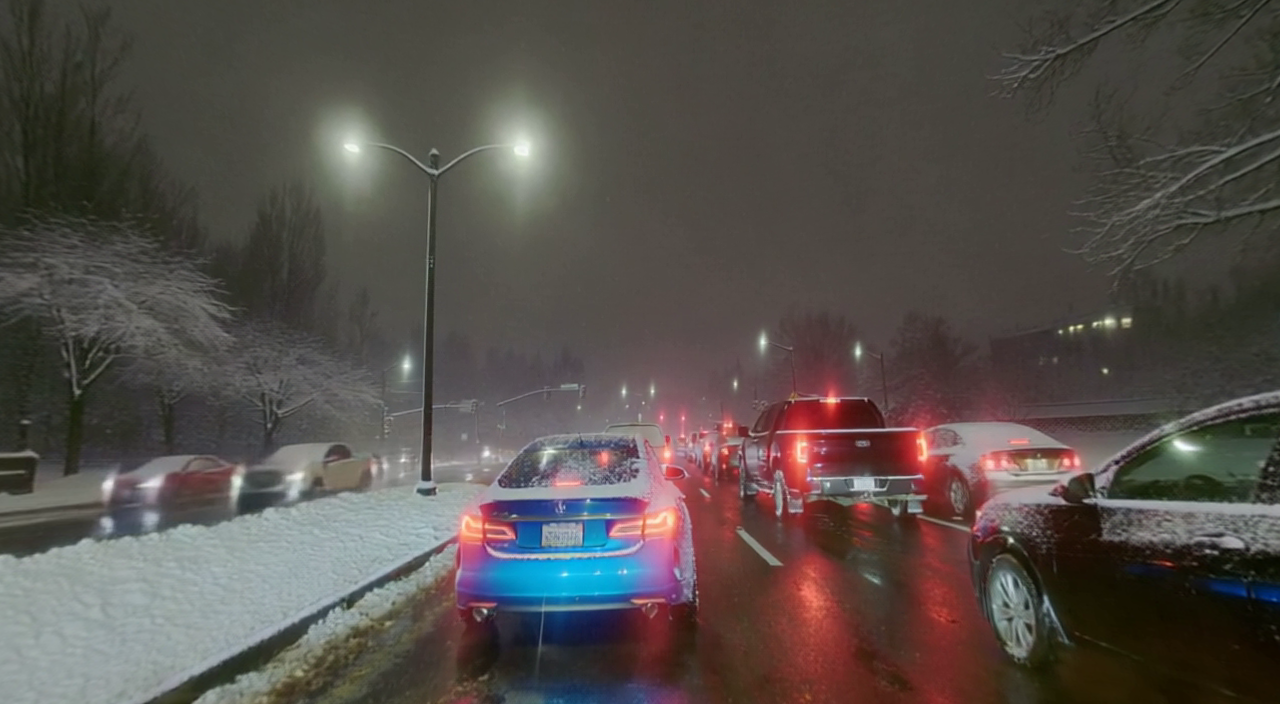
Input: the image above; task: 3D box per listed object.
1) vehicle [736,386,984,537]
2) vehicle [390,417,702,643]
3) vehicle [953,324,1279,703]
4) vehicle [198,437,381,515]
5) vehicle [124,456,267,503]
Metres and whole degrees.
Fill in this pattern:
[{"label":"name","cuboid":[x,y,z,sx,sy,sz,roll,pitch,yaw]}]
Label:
[{"label":"vehicle","cuboid":[3.517,1.959,11.710,2.444,2.098,5.766,0,-9,-1]},{"label":"vehicle","cuboid":[-0.581,1.504,6.331,2.111,1.506,4.018,0,-9,2]},{"label":"vehicle","cuboid":[3.160,0.763,2.079,1.982,1.709,4.427,0,-9,1]},{"label":"vehicle","cuboid":[-8.816,3.116,16.409,1.986,1.712,4.686,0,-9,1]},{"label":"vehicle","cuboid":[-16.460,4.689,23.587,1.921,1.499,4.566,0,-9,2]}]
